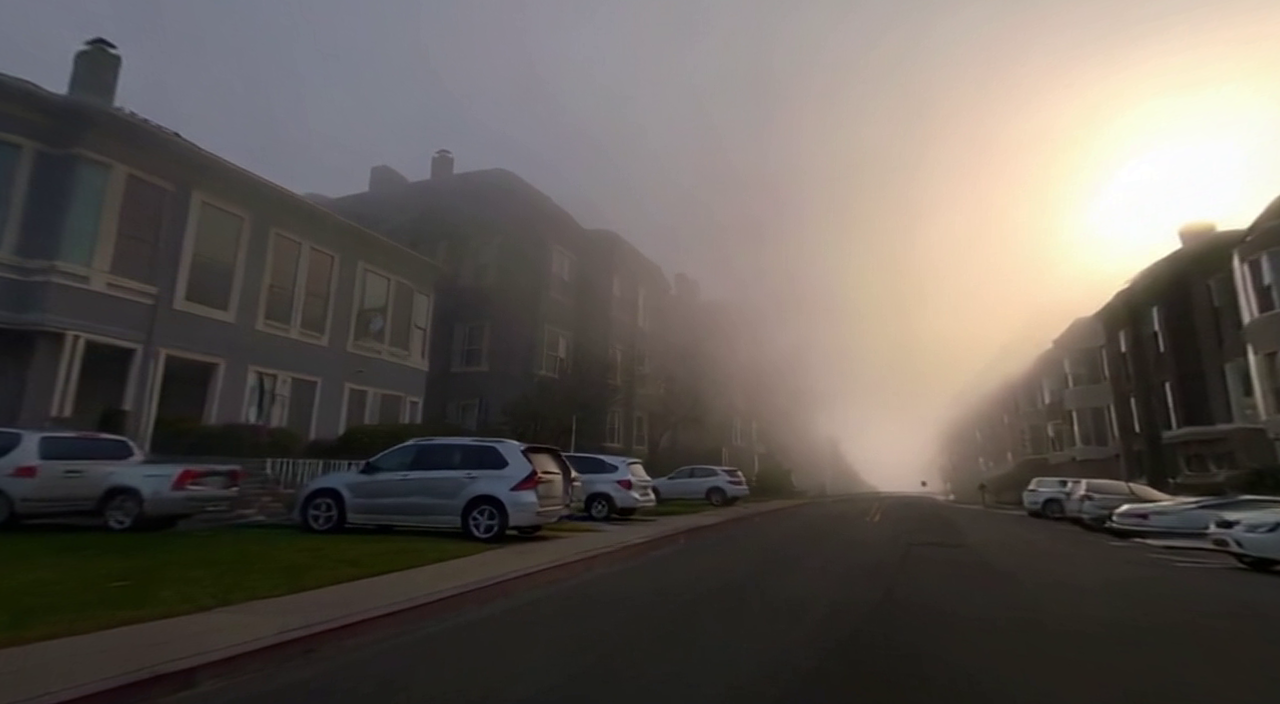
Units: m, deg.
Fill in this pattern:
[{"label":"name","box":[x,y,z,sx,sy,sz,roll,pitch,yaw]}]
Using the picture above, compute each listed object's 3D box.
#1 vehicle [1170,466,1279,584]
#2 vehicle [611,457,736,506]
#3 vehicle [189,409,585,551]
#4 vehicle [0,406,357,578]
[{"label":"vehicle","box":[10.730,2.408,8.821,4.573,1.502,1.926,-3,-9,20]},{"label":"vehicle","box":[1.267,4.969,24.476,4.450,1.707,1.902,2,-9,-15]},{"label":"vehicle","box":[-3.828,2.034,10.561,5.514,1.976,2.153,2,-9,-13]},{"label":"vehicle","box":[-6.009,1.519,7.231,4.648,1.659,1.897,2,-9,-11]}]
